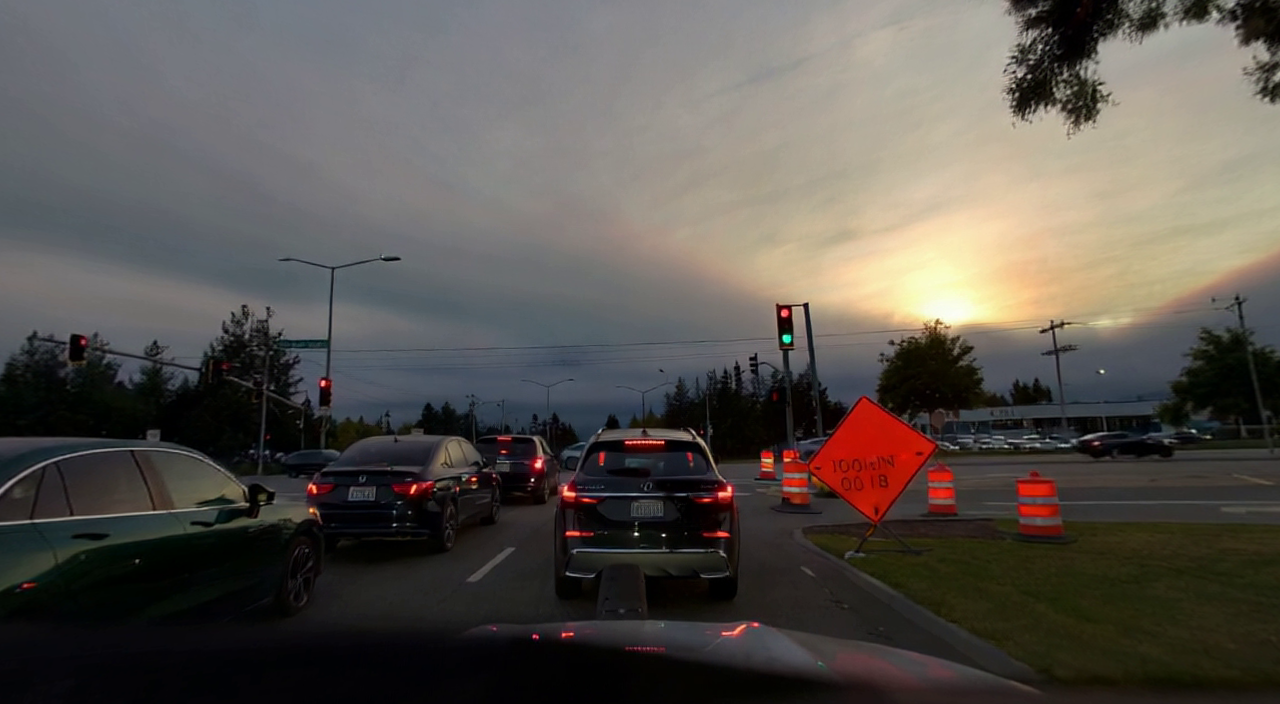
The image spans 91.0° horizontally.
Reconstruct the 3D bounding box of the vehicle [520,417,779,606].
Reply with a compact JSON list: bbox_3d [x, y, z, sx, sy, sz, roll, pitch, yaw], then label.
[{"bbox_3d":[0.120,1.622,7.214,2.167,1.560,3.676,0,-9,1],"label":"vehicle"}]

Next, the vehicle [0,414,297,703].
[{"bbox_3d":[-3.578,0.944,2.154,2.064,1.497,4.722,0,-9,1],"label":"vehicle"}]

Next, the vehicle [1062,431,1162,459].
[{"bbox_3d":[30.433,6.023,40.708,4.827,1.729,1.986,0,-9,1],"label":"vehicle"}]

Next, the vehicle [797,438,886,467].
[{"bbox_3d":[12.872,6.444,40.462,5.002,1.768,2.065,0,-9,2],"label":"vehicle"}]

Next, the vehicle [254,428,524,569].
[{"bbox_3d":[-3.263,1.997,9.456,1.989,1.541,4.626,0,-9,2],"label":"vehicle"}]
